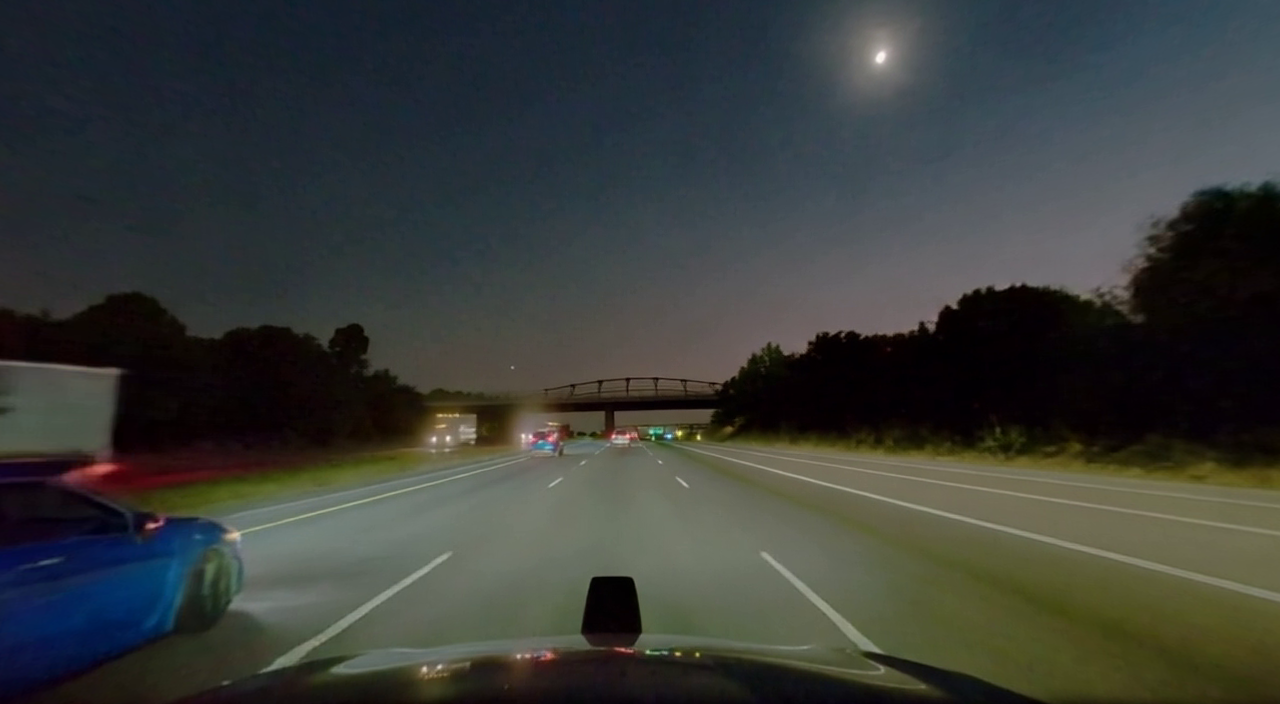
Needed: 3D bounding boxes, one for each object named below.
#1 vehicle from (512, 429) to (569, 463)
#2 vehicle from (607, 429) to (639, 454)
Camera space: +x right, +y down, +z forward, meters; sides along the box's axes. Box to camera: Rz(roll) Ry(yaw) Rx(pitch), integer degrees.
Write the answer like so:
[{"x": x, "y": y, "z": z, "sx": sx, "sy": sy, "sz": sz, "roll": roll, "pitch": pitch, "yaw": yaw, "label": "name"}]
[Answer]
[{"x": -4.798, "y": 4.606, "z": 30.961, "sx": 2.017, "sy": 1.537, "sz": 4.496, "roll": 0, "pitch": -8, "yaw": 0, "label": "vehicle"}, {"x": -1.120, "y": 6.123, "z": 43.253, "sx": 2.116, "sy": 1.625, "sz": 4.004, "roll": 0, "pitch": -8, "yaw": 0, "label": "vehicle"}]
